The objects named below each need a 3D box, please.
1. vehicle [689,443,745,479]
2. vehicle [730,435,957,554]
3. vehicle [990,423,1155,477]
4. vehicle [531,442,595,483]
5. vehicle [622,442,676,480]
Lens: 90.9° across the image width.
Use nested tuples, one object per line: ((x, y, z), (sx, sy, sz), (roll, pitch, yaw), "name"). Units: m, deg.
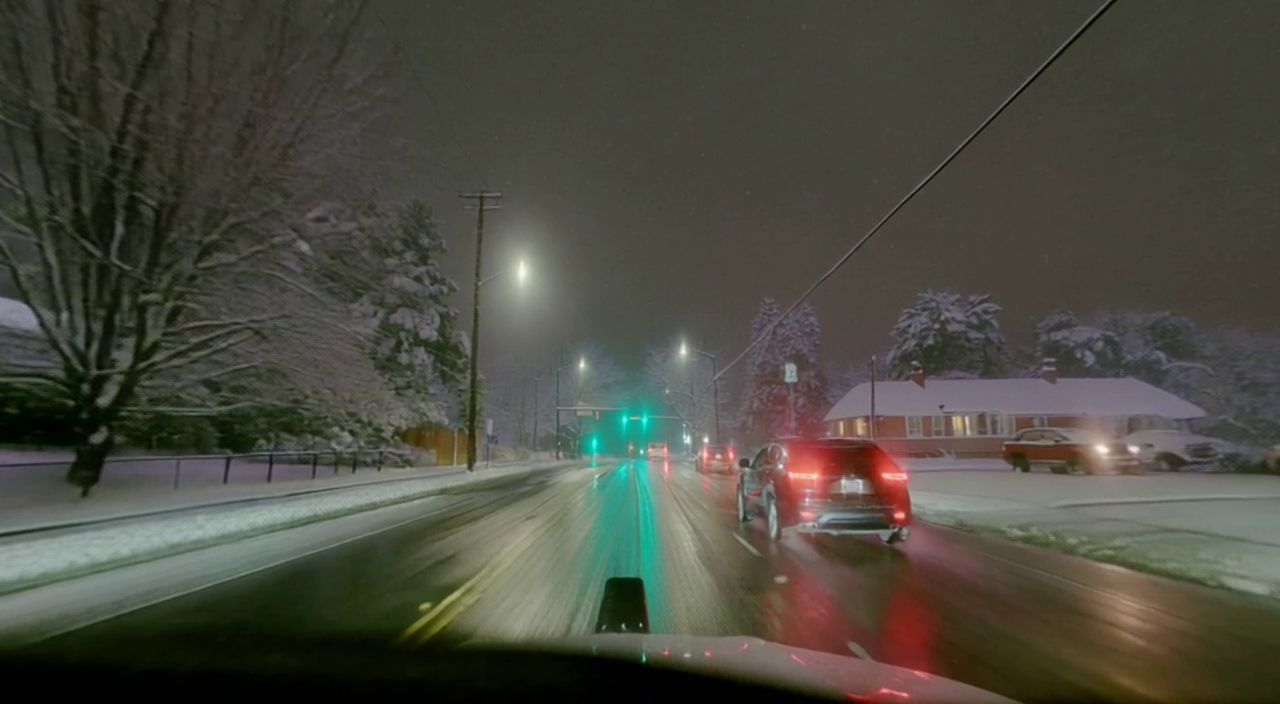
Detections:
((3.398, 4.851, 28.447), (1.943, 1.484, 4.030), (0, -8, -1), "vehicle")
((2.904, 2.130, 10.258), (2.158, 1.483, 4.415), (0, -8, -1), "vehicle")
((16.607, 3.870, 24.722), (2.478, 1.836, 5.409), (0, -9, -2), "vehicle")
((-3.030, 4.467, 25.778), (2.012, 1.505, 4.205), (0, -8, 1), "vehicle")
((0.334, 4.574, 26.794), (2.101, 1.467, 4.210), (0, -8, 0), "vehicle")
